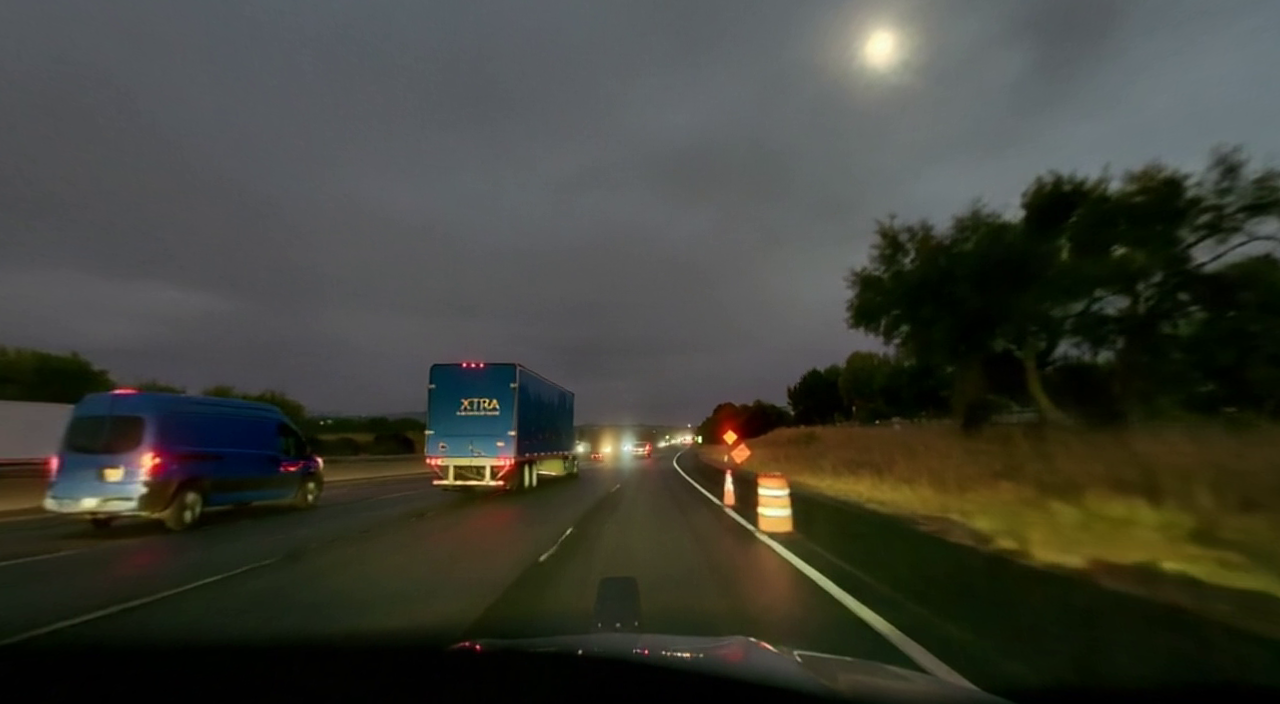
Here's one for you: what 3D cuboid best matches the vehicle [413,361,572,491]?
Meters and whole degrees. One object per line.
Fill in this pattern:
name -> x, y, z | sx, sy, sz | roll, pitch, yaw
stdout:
vehicle -> -5.104, 2.974, 24.432 | 3.183, 4.011, 9.617 | 0, -8, 4

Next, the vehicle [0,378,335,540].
vehicle -> -9.317, 2.166, 13.292 | 2.469, 2.615, 5.874 | 0, -8, 3
